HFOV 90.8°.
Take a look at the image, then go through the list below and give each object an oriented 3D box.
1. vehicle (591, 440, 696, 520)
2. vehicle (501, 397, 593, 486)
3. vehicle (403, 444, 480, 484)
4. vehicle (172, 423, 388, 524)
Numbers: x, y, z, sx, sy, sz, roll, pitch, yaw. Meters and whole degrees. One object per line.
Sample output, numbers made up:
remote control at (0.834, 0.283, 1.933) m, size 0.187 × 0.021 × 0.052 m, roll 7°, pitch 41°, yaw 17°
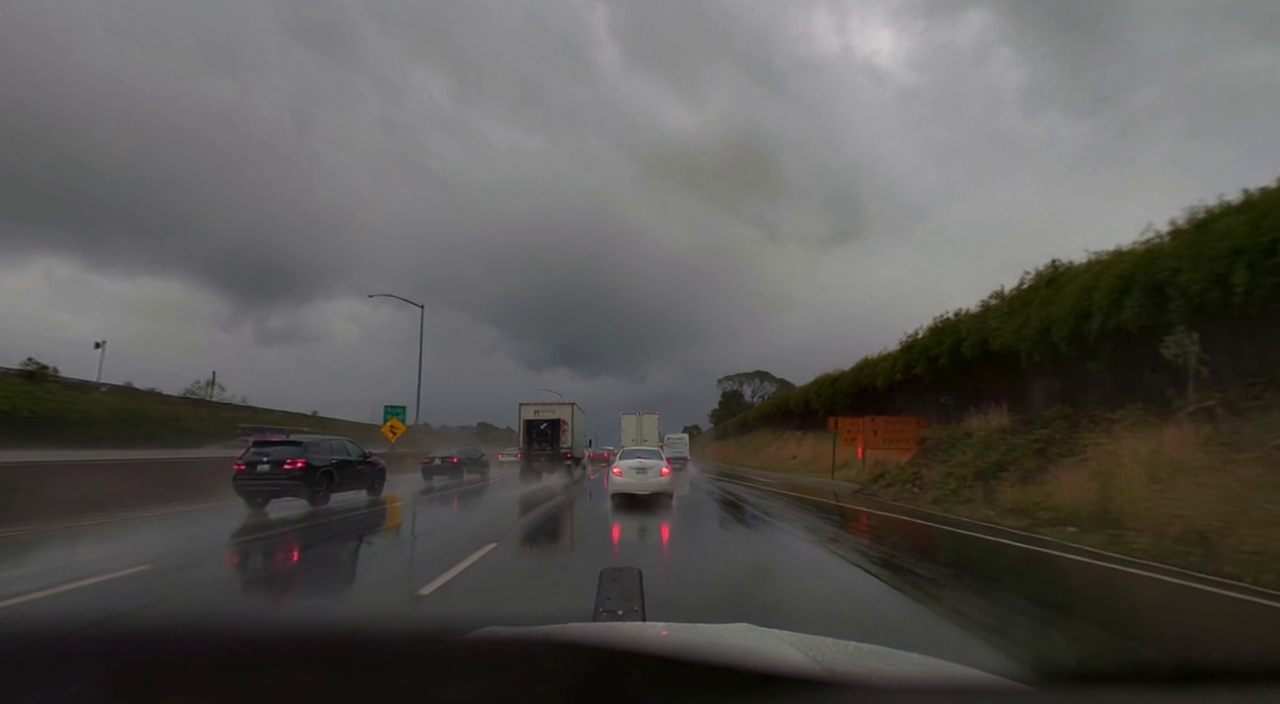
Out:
vehicle at (0.044, 2.707, 13.792) m, size 1.995 × 1.495 × 3.380 m, roll 0°, pitch -9°, yaw -1°
vehicle at (-3.793, 3.930, 27.594) m, size 2.812 × 3.342 × 7.248 m, roll 0°, pitch -9°, yaw 1°
vehicle at (-8.036, 4.559, 25.931) m, size 1.880 × 1.512 × 3.758 m, roll -1°, pitch -9°, yaw 1°
vehicle at (-7.220, 2.481, 13.329) m, size 1.952 × 1.746 × 4.332 m, roll 0°, pitch -9°, yaw 1°
